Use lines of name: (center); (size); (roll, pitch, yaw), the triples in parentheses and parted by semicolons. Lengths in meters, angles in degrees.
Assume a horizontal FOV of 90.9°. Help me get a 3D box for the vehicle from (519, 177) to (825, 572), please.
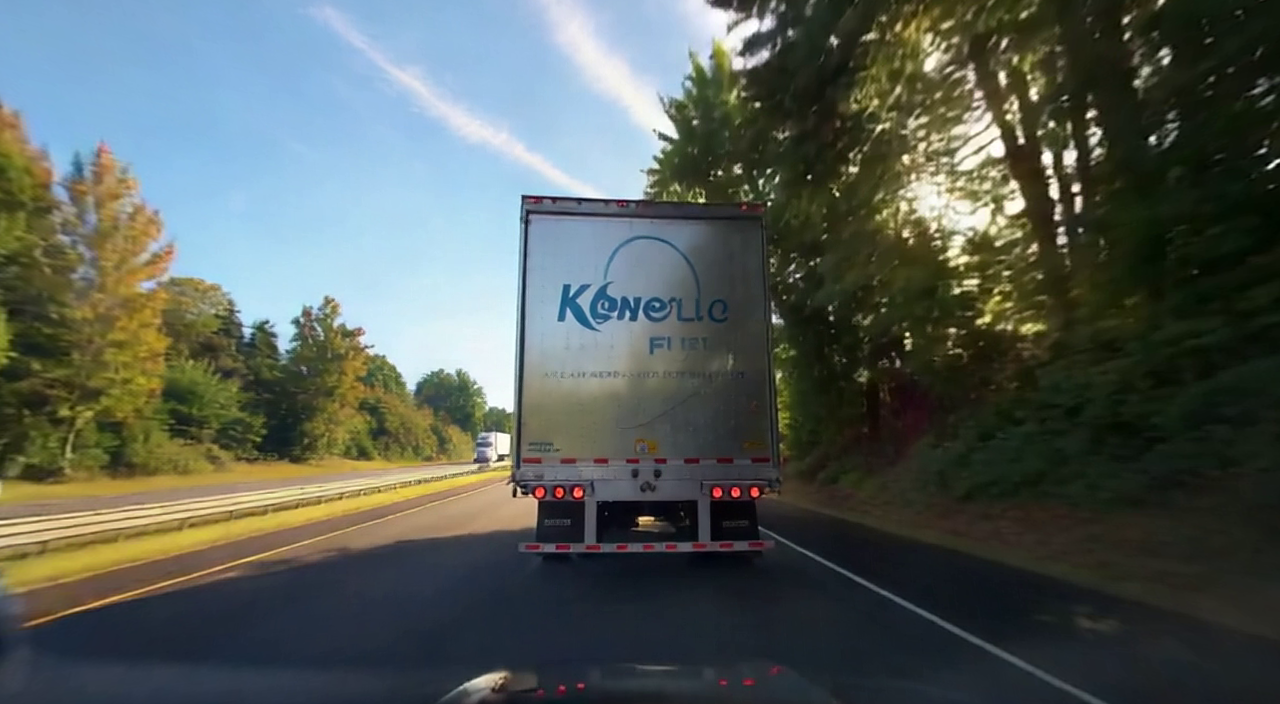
vehicle: (0.160, 1.282, 14.091); (3.230, 4.377, 14.405); (0, -9, -1)
